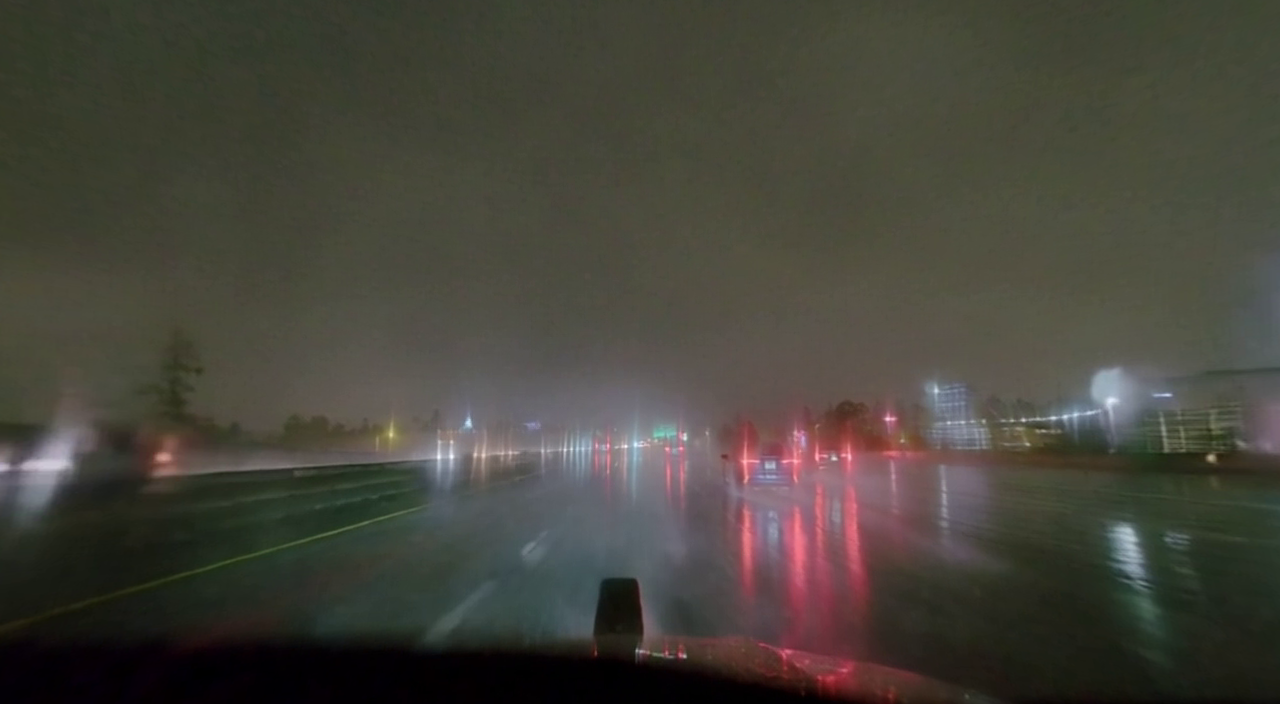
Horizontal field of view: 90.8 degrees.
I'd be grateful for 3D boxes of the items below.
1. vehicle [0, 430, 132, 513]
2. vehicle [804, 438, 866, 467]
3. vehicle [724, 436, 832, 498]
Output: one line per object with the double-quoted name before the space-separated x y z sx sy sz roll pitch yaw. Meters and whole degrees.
"vehicle" -21.999 4.208 22.713 2.474 2.645 5.819 0 -8 0
"vehicle" 10.834 5.621 35.424 2.019 1.529 4.385 0 -8 -1
"vehicle" 3.641 3.112 17.491 1.961 1.504 4.094 0 -8 -1
